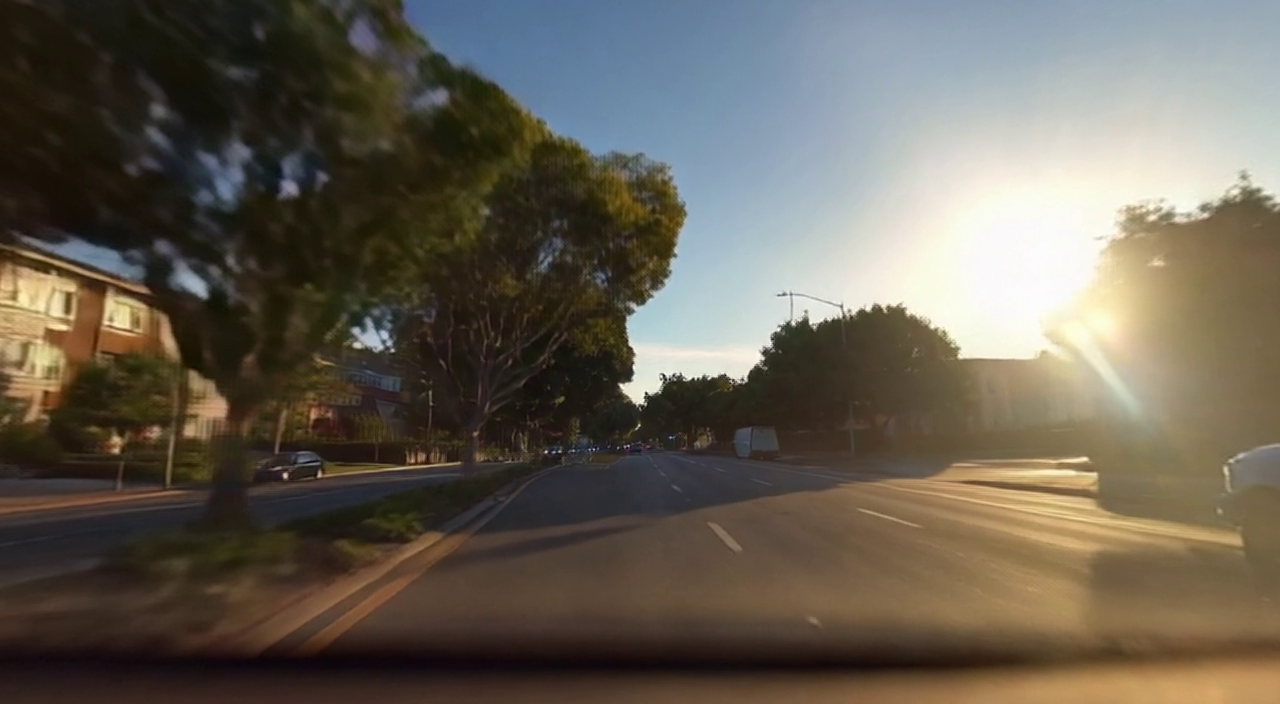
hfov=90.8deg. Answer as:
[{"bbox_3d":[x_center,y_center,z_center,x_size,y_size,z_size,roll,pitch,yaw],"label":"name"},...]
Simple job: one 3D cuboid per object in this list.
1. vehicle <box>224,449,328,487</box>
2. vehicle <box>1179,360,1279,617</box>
[{"bbox_3d":[-19.513,6.222,34.306,2.146,1.848,5.680,-1,-9,2],"label":"vehicle"},{"bbox_3d":[6.218,0.702,2.609,2.493,1.956,6.125,0,-9,-1],"label":"vehicle"}]
